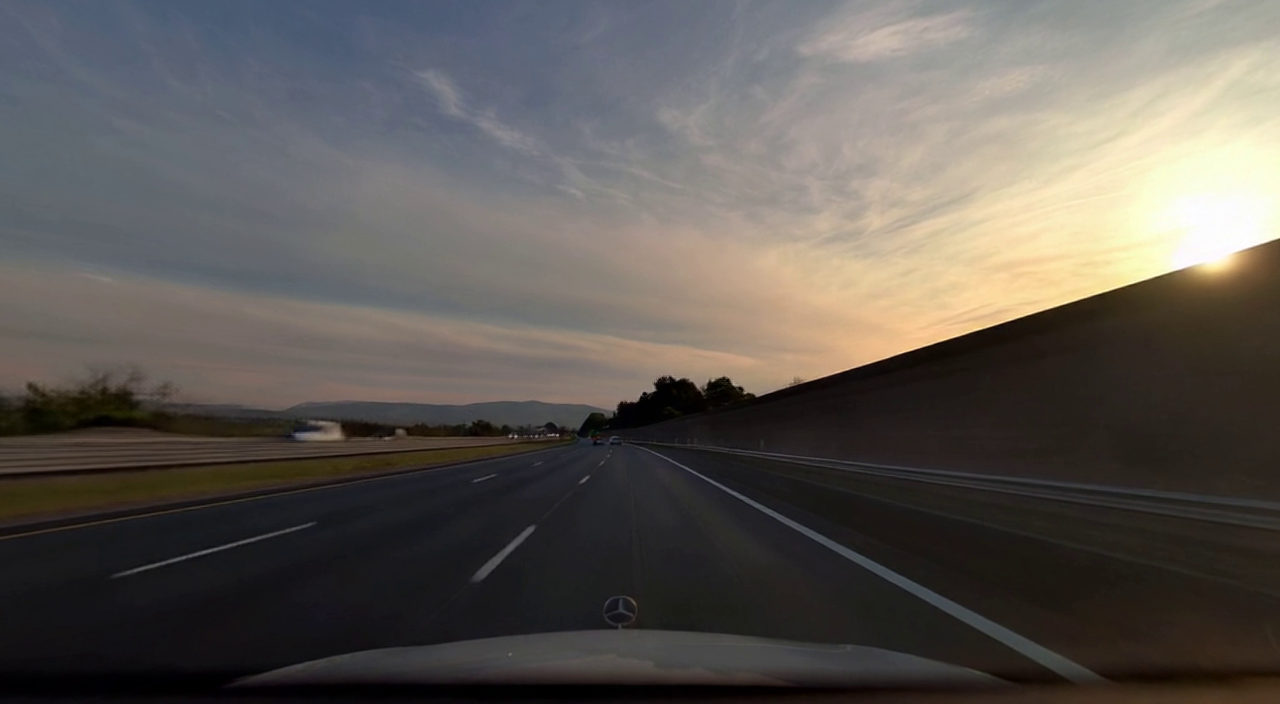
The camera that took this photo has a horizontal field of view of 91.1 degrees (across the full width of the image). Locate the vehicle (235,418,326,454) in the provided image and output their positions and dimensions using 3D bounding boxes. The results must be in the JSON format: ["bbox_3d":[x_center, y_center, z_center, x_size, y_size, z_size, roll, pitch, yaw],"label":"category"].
[{"bbox_3d":[-19.350,4.568,34.110,2.025,1.777,4.929,0,-8,0],"label":"vehicle"}]
